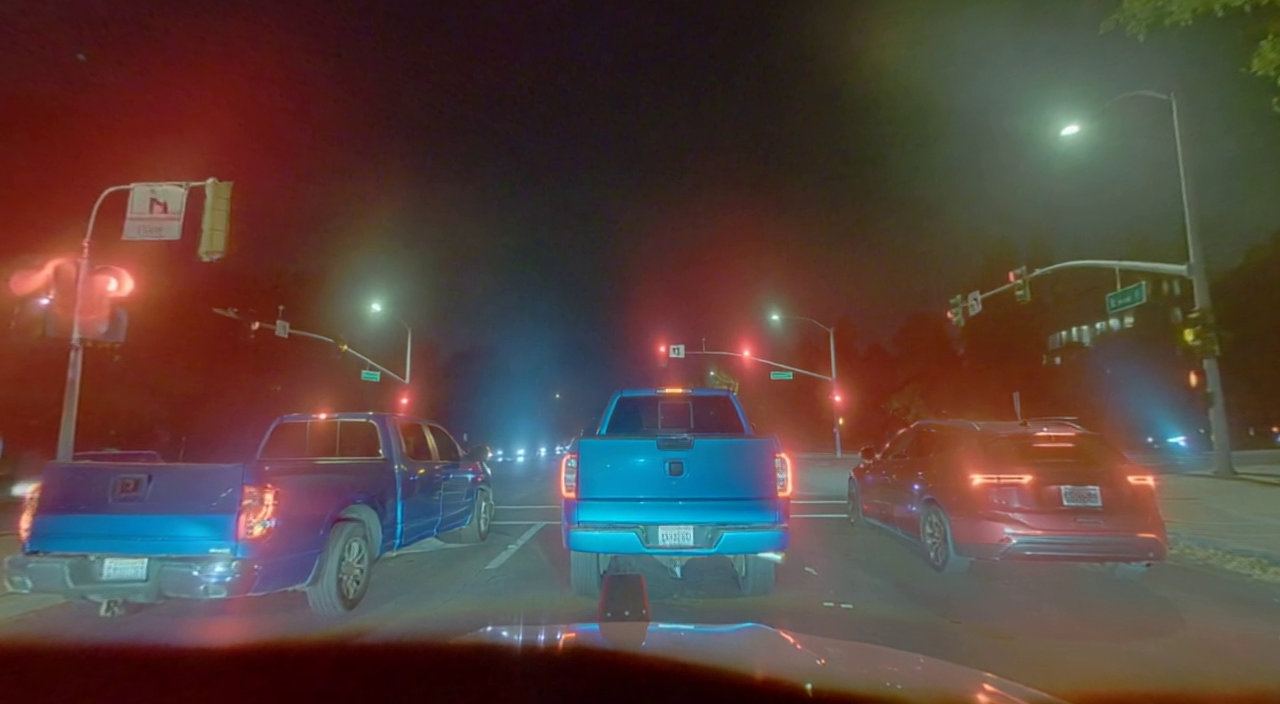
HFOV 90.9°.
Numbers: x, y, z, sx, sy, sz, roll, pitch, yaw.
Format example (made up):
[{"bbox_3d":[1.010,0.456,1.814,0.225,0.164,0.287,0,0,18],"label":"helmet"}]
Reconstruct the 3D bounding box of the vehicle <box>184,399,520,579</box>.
[{"bbox_3d":[-3.287,1.685,8.584,2.125,1.739,4.707,0,-8,3],"label":"vehicle"}]

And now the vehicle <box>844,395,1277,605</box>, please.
[{"bbox_3d":[4.041,1.487,7.191,1.984,1.659,4.226,0,-8,0],"label":"vehicle"}]

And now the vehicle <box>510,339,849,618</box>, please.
[{"bbox_3d":[0.331,1.279,7.165,2.505,2.084,4.768,0,-8,1],"label":"vehicle"}]

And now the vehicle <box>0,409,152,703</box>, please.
[{"bbox_3d":[-3.388,0.708,0.651,1.998,1.481,4.656,0,-8,1],"label":"vehicle"}]
